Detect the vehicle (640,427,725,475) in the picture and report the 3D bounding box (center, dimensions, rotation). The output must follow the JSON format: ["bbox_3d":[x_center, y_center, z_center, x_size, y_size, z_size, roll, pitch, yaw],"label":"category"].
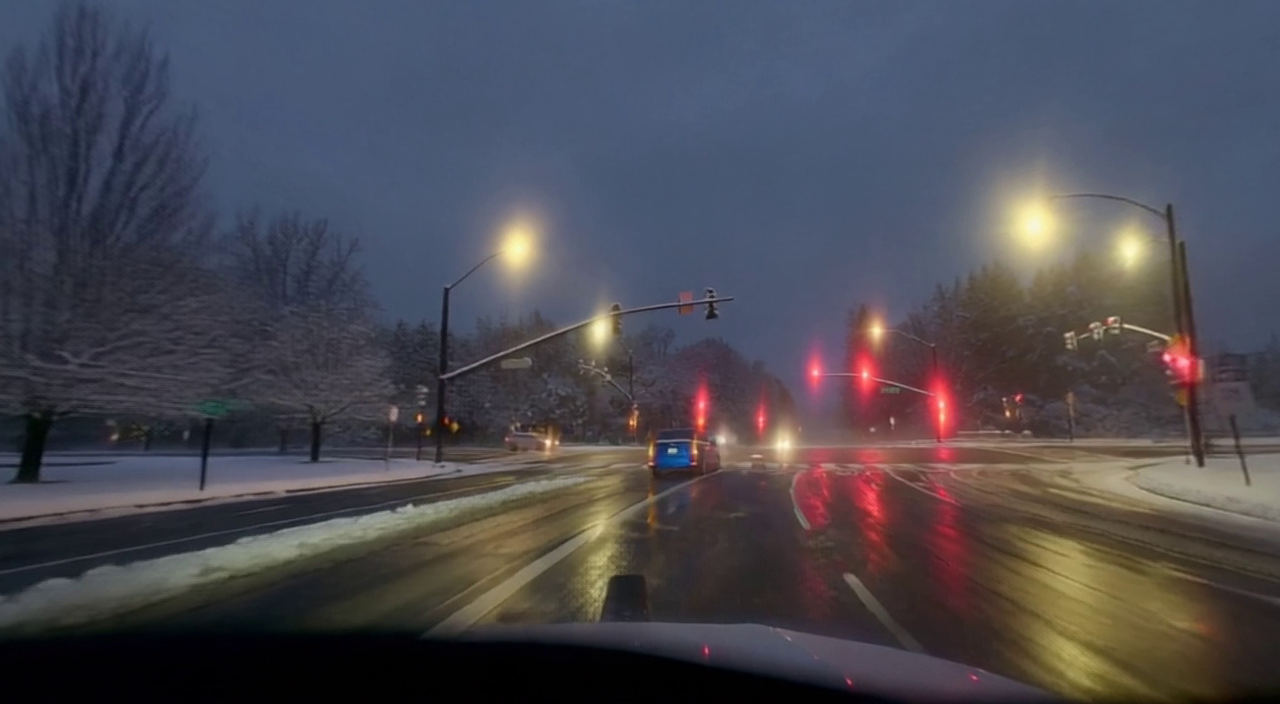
[{"bbox_3d":[1.658,3.612,23.127,2.055,1.573,4.065,-3,-9,19],"label":"vehicle"}]
